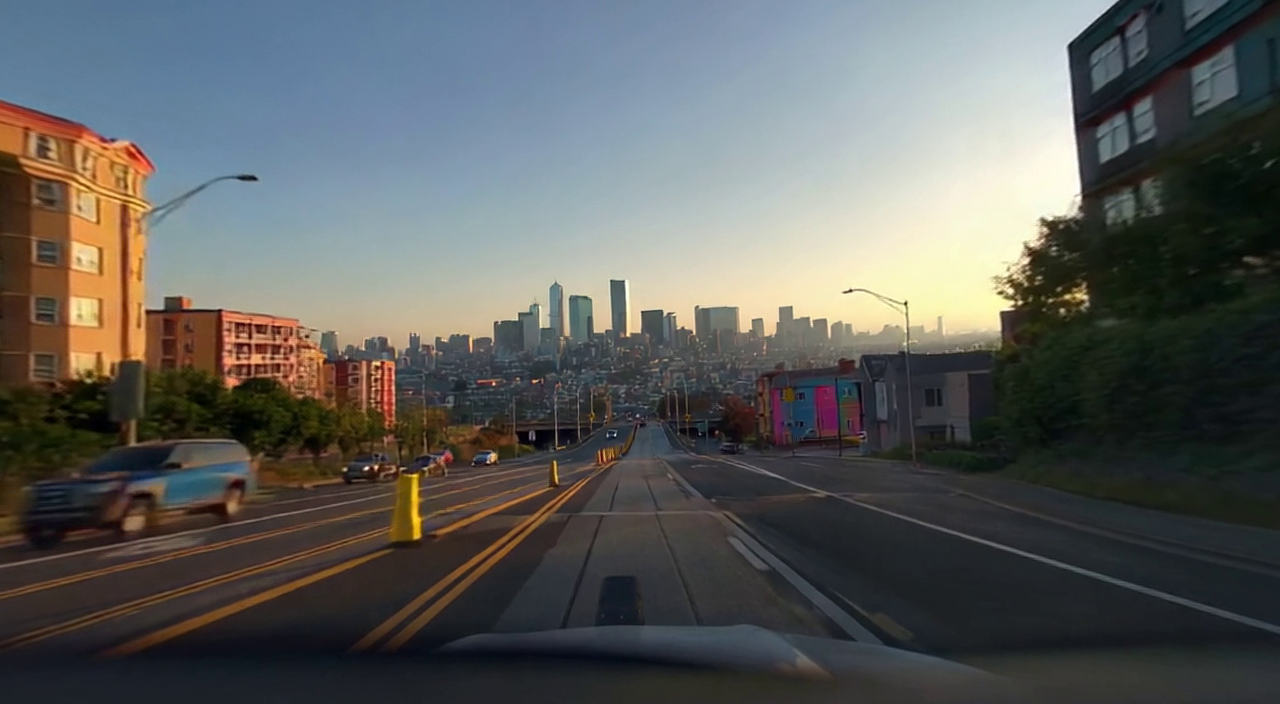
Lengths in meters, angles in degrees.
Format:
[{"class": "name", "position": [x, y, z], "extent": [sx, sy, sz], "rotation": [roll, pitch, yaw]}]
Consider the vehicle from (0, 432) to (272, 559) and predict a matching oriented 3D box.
[{"class": "vehicle", "position": [-9.244, 2.498, 11.864], "extent": [2.112, 1.873, 4.717], "rotation": [1, -8, -5]}]

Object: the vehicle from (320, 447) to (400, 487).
[{"class": "vehicle", "position": [-12.061, 4.941, 27.598], "extent": [2.145, 1.559, 4.967], "rotation": [2, -9, -11]}]
